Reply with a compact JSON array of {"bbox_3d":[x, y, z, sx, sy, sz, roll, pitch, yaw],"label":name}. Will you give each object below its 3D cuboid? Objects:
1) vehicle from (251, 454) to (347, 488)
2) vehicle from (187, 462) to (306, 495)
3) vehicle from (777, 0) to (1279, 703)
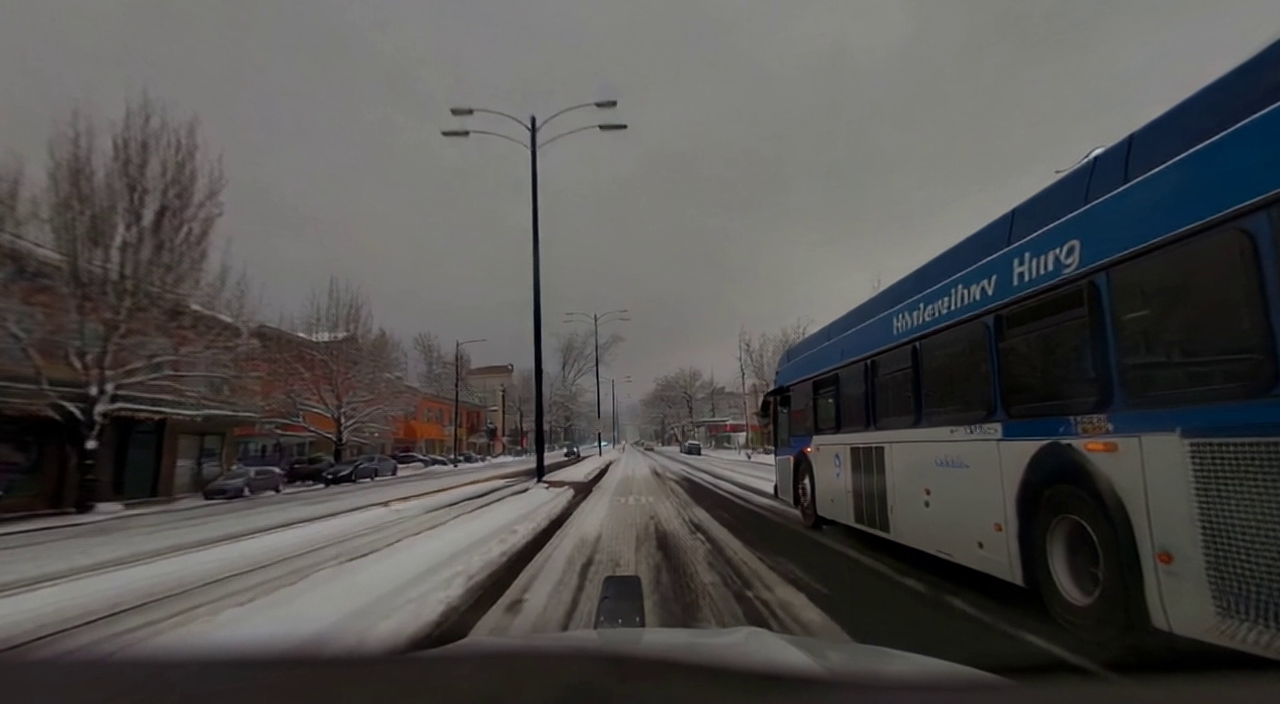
[{"bbox_3d":[-19.456,6.791,36.182,4.325,1.777,1.948,0,-8,-1],"label":"vehicle"},{"bbox_3d":[-19.172,6.180,30.914,4.522,1.469,1.840,0,-8,-3],"label":"vehicle"},{"bbox_3d":[4.285,0.396,5.109,3.194,3.345,12.428,-1,-8,-2],"label":"vehicle"}]
